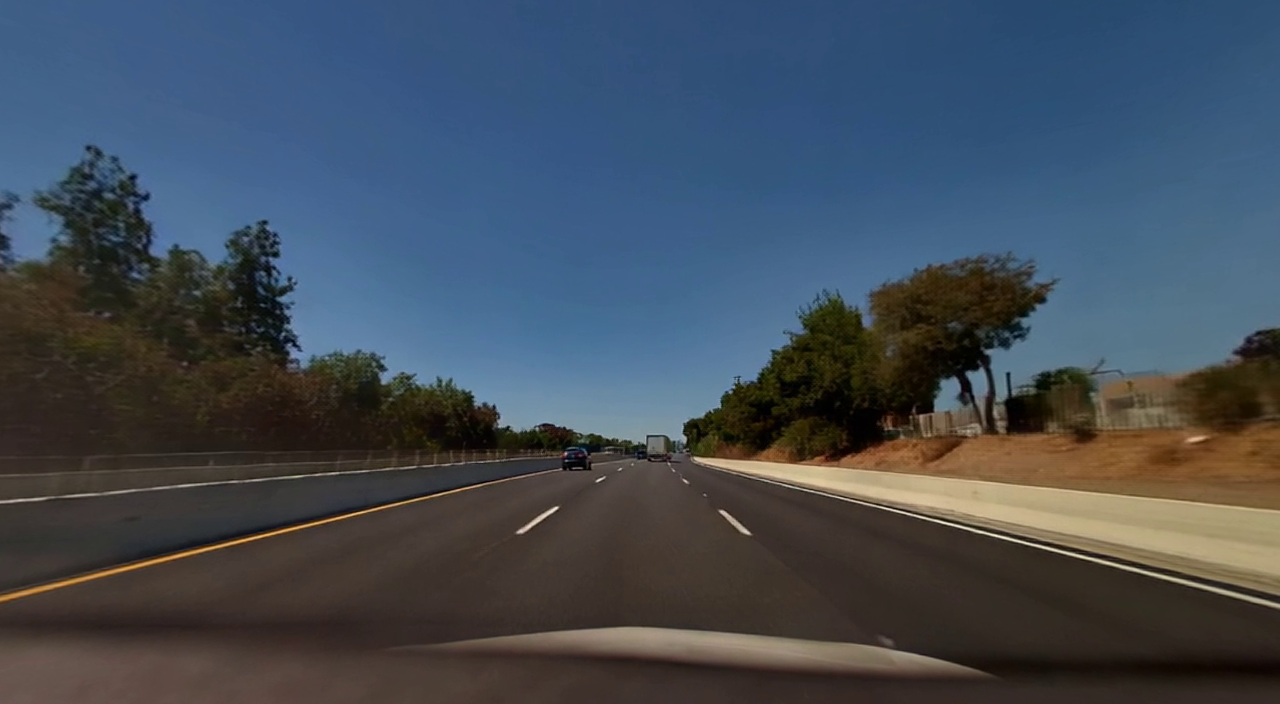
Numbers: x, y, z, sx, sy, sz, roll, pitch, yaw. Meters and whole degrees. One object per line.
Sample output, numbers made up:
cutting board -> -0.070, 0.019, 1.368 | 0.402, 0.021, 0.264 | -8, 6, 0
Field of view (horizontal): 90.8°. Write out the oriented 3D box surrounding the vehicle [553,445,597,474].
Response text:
vehicle -> -3.832, 6.373, 37.674 | 2.035, 1.595, 4.022 | 0, -9, 2
